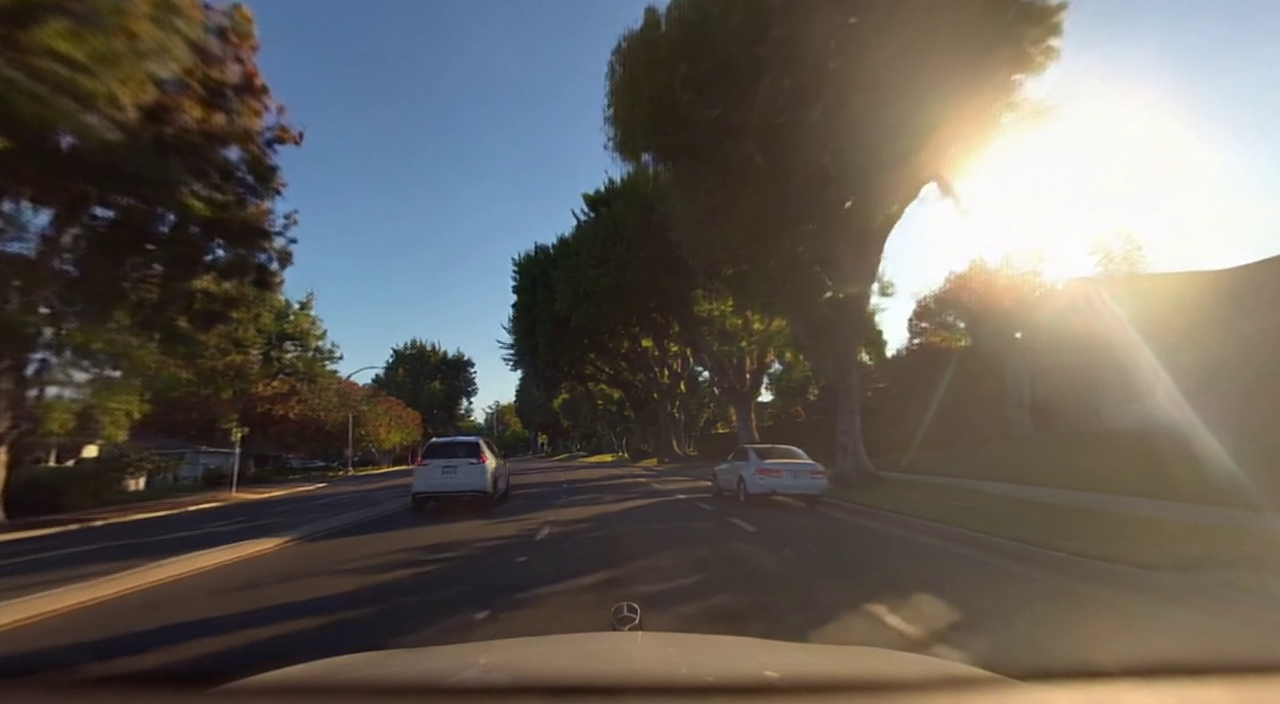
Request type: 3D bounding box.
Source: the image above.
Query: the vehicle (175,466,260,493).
[{"bbox_3d":[-25.617,7.710,38.398,3.892,1.323,1.741,0,-7,-11],"label":"vehicle"}]

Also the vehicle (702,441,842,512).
[{"bbox_3d":[2.985,2.919,15.398,1.928,1.447,4.386,1,-9,-8],"label":"vehicle"}]

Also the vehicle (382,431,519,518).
[{"bbox_3d":[-4.358,2.873,15.364,2.175,1.772,4.442,0,-9,-3],"label":"vehicle"}]
